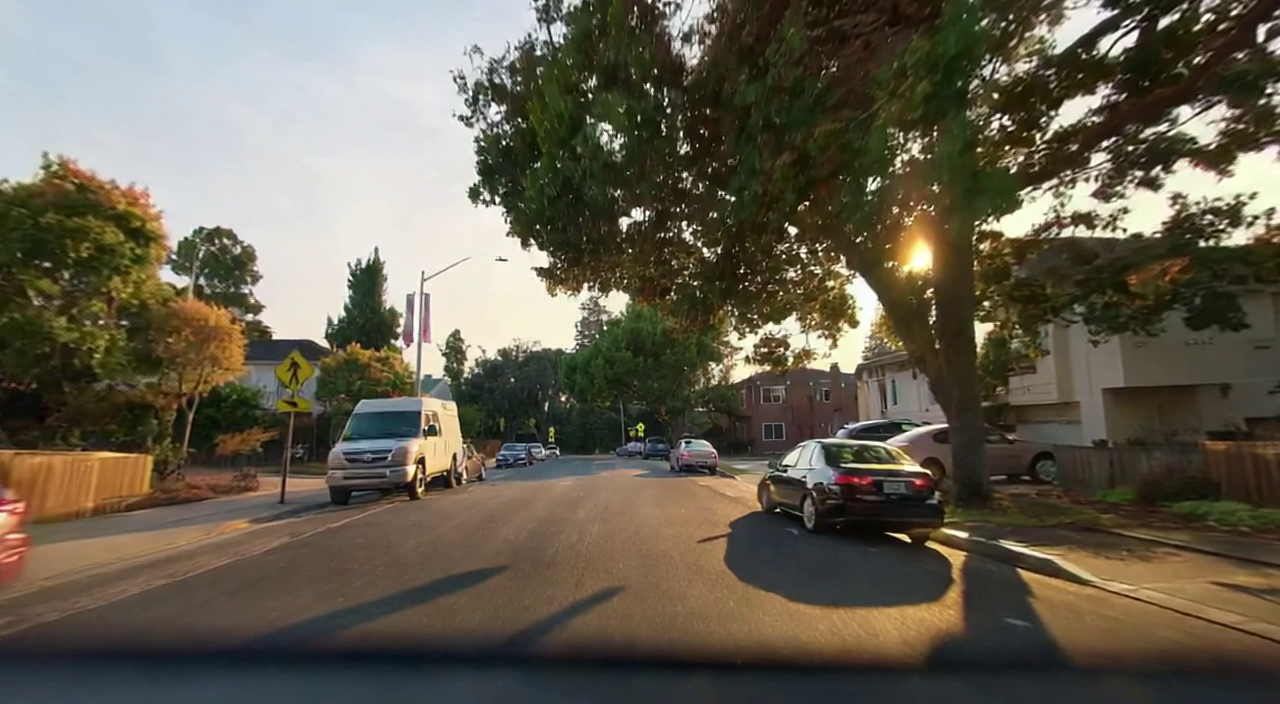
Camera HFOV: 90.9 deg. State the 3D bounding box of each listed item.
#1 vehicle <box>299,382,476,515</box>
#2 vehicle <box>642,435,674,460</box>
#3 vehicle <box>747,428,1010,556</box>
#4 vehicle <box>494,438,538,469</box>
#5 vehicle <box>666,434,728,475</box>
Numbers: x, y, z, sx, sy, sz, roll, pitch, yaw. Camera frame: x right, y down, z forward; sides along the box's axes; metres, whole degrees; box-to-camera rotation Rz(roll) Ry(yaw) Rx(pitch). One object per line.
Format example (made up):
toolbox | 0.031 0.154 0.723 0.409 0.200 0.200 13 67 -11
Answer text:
vehicle | -5.964 2.369 15.977 2.270 2.706 5.871 1 -8 -3
vehicle | 1.213 6.827 45.237 1.997 1.663 4.544 0 -8 -2
vehicle | 3.282 1.978 9.886 1.972 1.492 4.506 0 -8 -6
vehicle | -7.125 5.863 36.783 1.972 1.502 5.530 1 -7 -5
vehicle | 2.318 4.286 26.824 1.875 1.568 4.899 0 -8 -3
